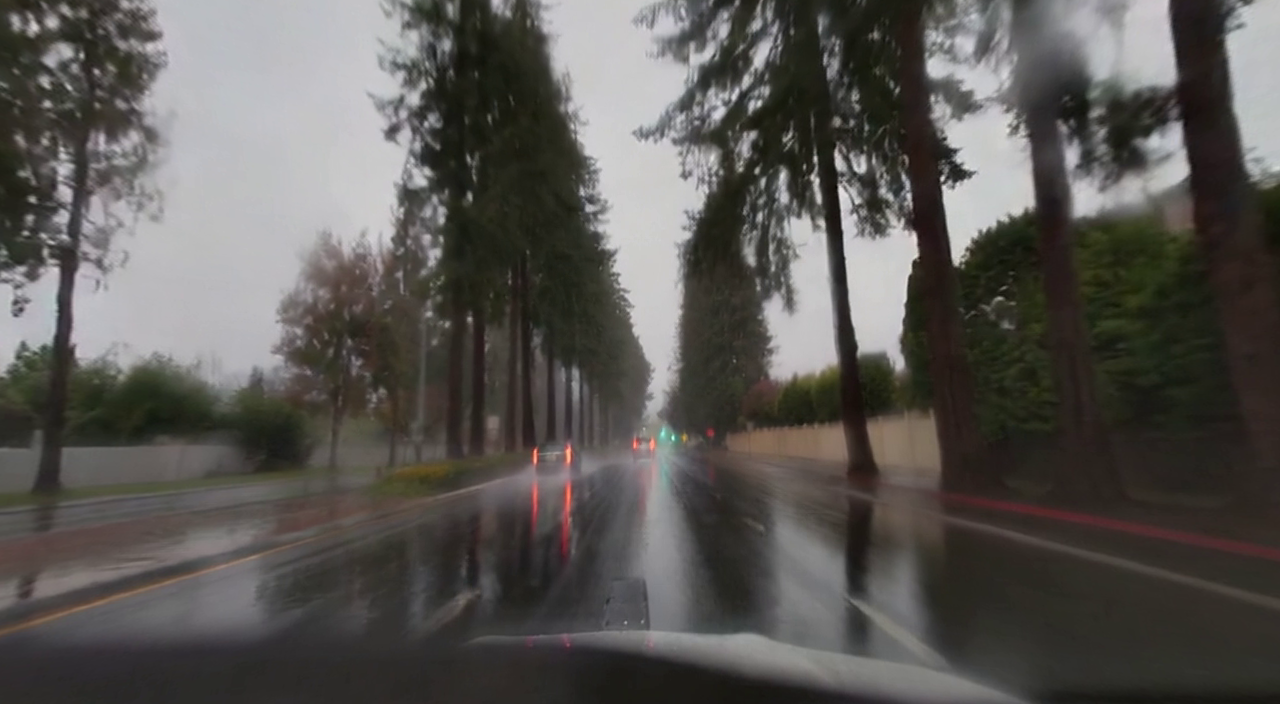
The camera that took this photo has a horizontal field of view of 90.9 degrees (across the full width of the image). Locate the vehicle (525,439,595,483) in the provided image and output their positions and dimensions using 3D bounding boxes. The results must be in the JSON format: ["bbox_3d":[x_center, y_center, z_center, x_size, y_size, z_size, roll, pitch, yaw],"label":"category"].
[{"bbox_3d":[-2.894,4.061,23.753,2.021,1.466,4.330,0,-8,1],"label":"vehicle"}]
